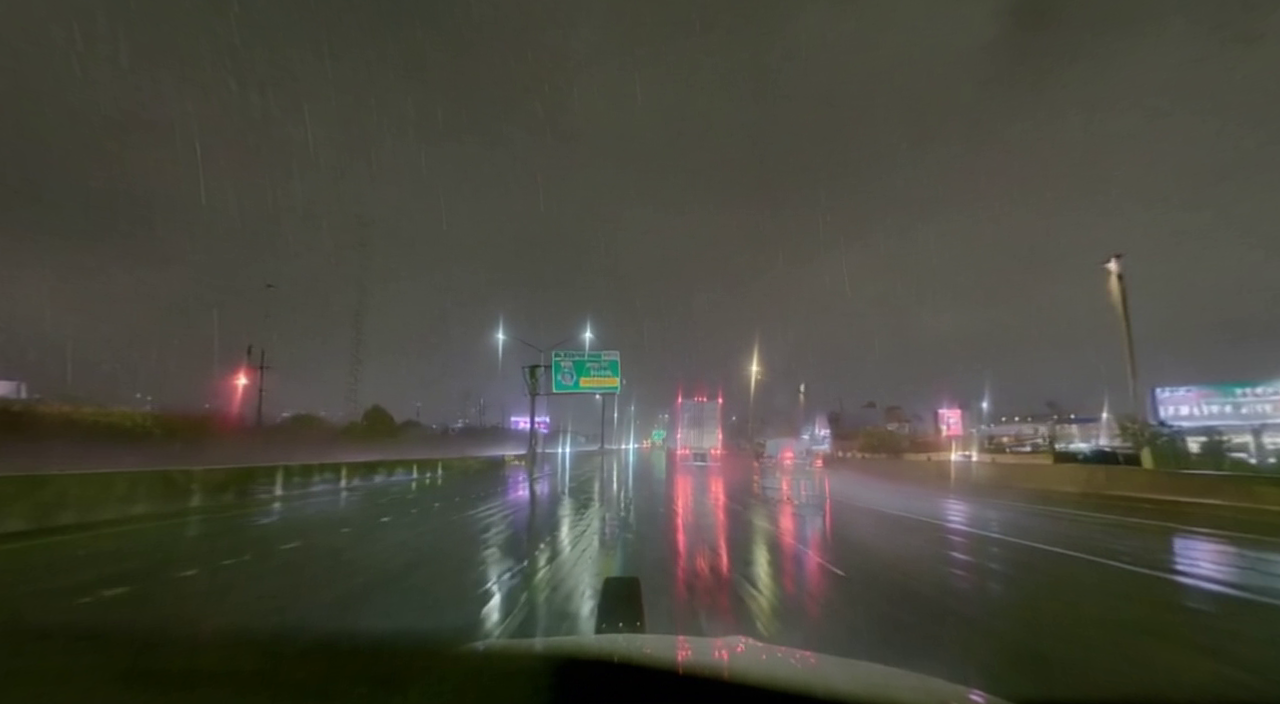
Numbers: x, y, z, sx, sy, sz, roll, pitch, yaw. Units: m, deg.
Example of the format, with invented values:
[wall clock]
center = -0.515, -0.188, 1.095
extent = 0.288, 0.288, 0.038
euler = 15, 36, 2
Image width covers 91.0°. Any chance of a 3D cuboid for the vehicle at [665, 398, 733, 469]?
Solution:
[vehicle]
center = 3.819, 6.094, 45.511
extent = 3.247, 4.224, 15.996
euler = 0, -9, -1
